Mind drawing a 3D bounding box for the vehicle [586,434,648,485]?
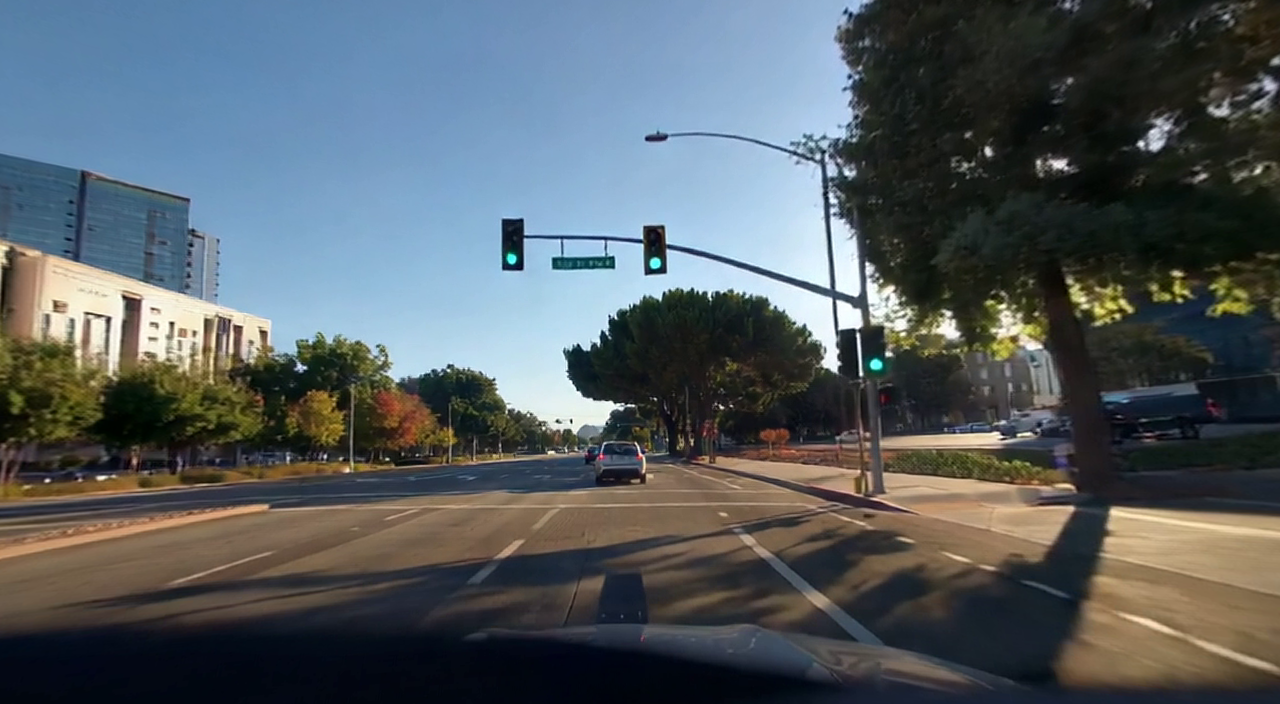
[{"bbox_3d":[-0.833,3.986,23.695,2.130,1.711,4.038,0,-9,-1],"label":"vehicle"}]
